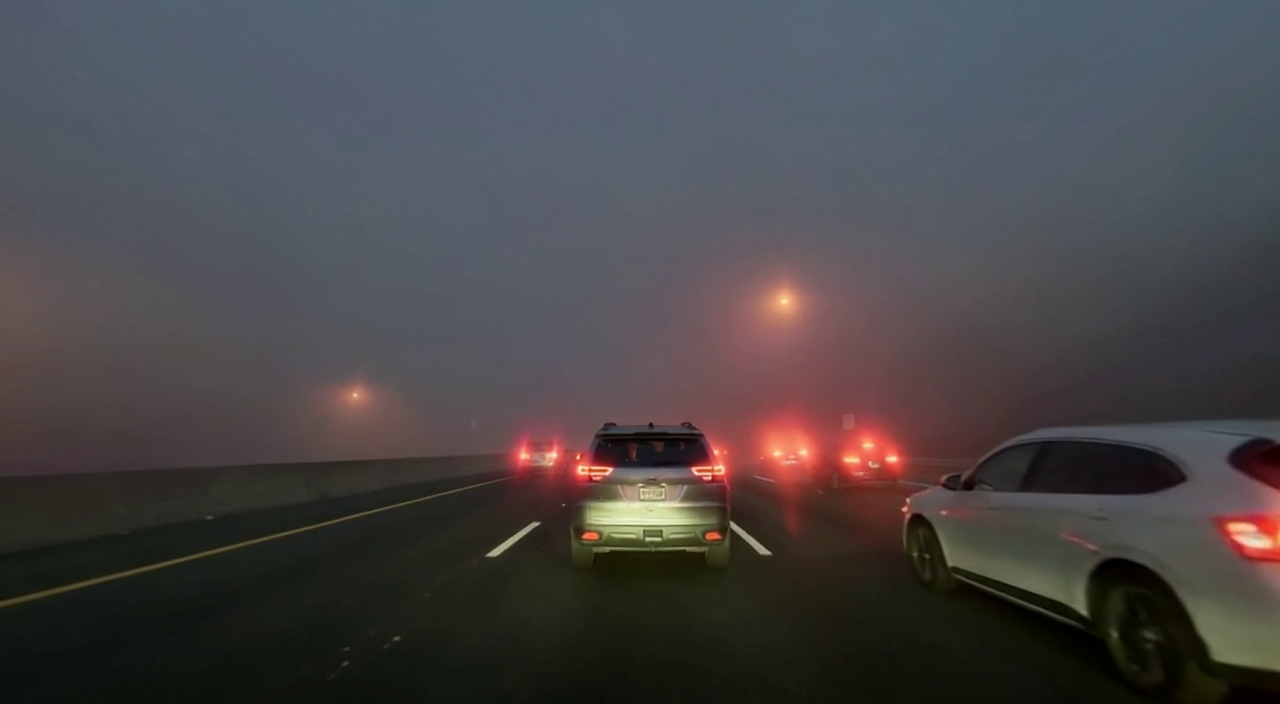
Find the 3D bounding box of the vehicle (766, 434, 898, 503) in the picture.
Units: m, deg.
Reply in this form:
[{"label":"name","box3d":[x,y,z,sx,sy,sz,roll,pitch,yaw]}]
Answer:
[{"label":"vehicle","box3d":[5.121,3.167,17.536,1.972,1.647,4.429,1,-9,-4]}]

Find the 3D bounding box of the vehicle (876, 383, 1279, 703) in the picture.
[{"label":"vehicle","box3d":[3.389,1.155,4.013,2.028,1.534,4.691,0,-9,1]}]

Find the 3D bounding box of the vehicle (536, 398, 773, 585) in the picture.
[{"label":"vehicle","box3d":[0.026,1.620,7.997,2.230,1.740,3.976,1,-9,-3]}]
